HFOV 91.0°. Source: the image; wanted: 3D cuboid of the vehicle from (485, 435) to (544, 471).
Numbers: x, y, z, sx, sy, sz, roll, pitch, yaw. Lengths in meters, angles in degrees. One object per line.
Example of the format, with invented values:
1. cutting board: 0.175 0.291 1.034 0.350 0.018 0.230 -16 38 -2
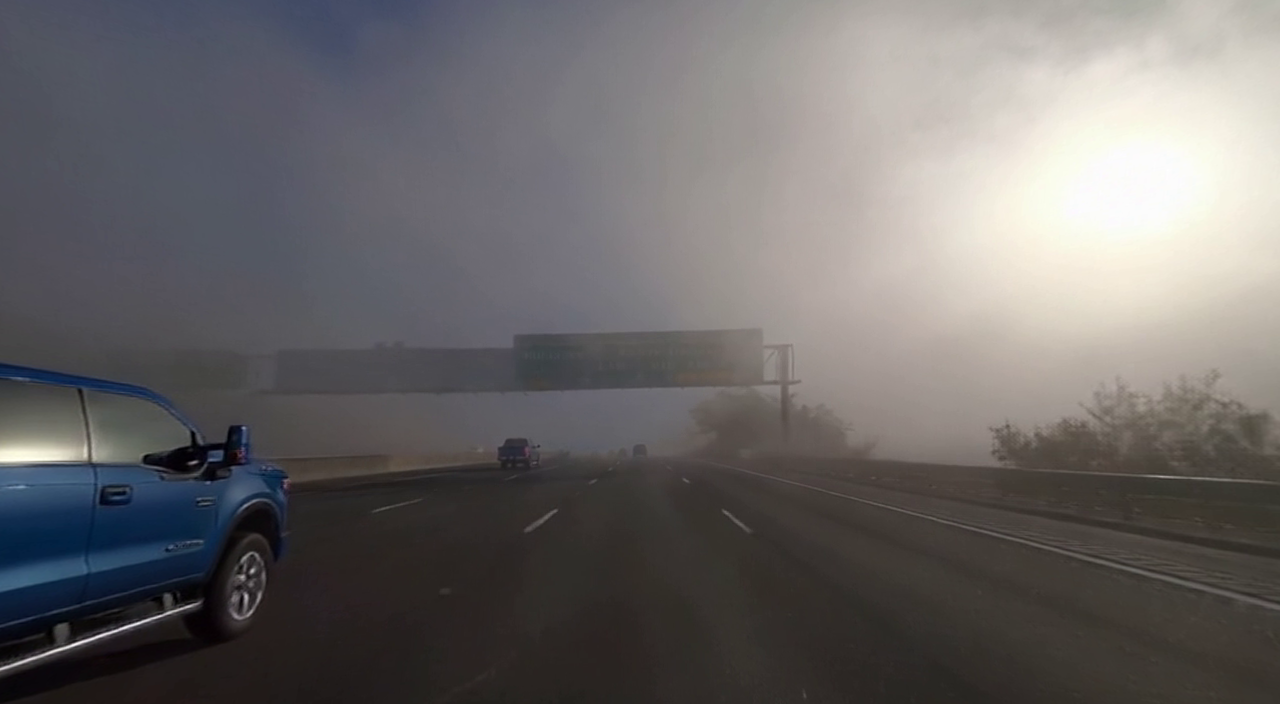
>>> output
1. vehicle: -6.998 5.722 35.824 2.260 1.917 5.499 0 -9 0

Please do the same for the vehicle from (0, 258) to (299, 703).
1. vehicle: -3.690 0.488 1.445 2.339 2.004 6.171 0 -9 0
